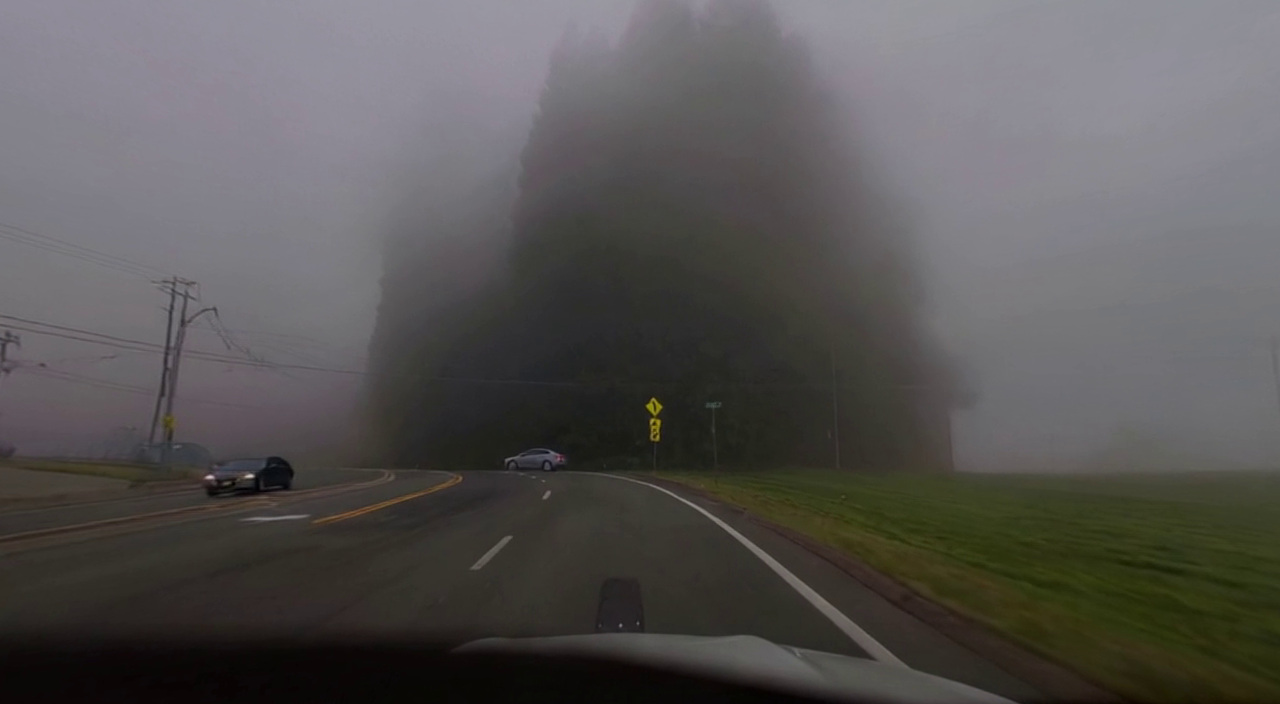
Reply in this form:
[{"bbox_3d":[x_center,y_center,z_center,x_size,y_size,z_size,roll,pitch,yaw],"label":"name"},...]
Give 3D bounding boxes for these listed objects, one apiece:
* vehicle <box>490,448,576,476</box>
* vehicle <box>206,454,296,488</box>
[{"bbox_3d":[-7.868,8.046,46.696,5.848,1.924,2.196,5,-10,-28],"label":"vehicle"},{"bbox_3d":[-19.020,5.796,31.156,1.942,1.470,4.566,1,-9,-7],"label":"vehicle"}]
